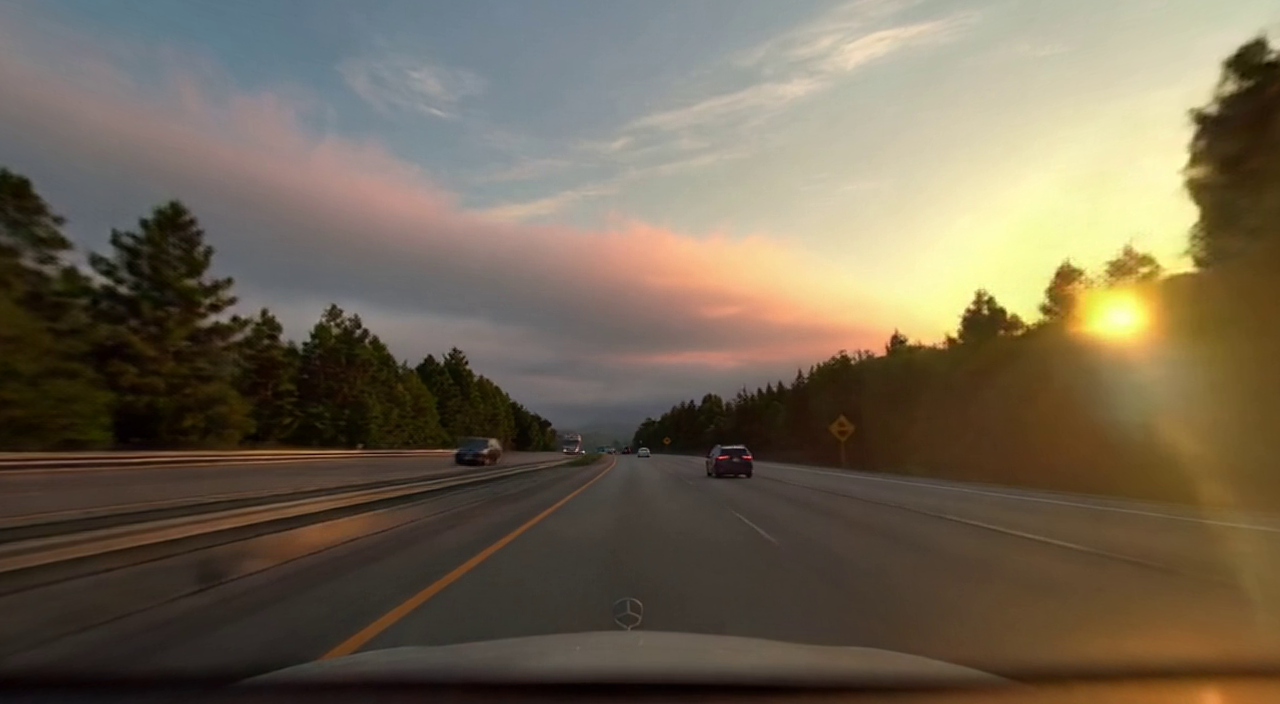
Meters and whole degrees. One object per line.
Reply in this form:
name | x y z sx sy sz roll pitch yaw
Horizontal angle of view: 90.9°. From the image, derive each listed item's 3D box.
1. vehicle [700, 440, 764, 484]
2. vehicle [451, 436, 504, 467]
vehicle | 3.753 4.575 26.519 1.933 1.663 4.440 0 -9 -2
vehicle | -9.402 5.772 36.771 1.934 1.680 4.388 0 -9 -1
